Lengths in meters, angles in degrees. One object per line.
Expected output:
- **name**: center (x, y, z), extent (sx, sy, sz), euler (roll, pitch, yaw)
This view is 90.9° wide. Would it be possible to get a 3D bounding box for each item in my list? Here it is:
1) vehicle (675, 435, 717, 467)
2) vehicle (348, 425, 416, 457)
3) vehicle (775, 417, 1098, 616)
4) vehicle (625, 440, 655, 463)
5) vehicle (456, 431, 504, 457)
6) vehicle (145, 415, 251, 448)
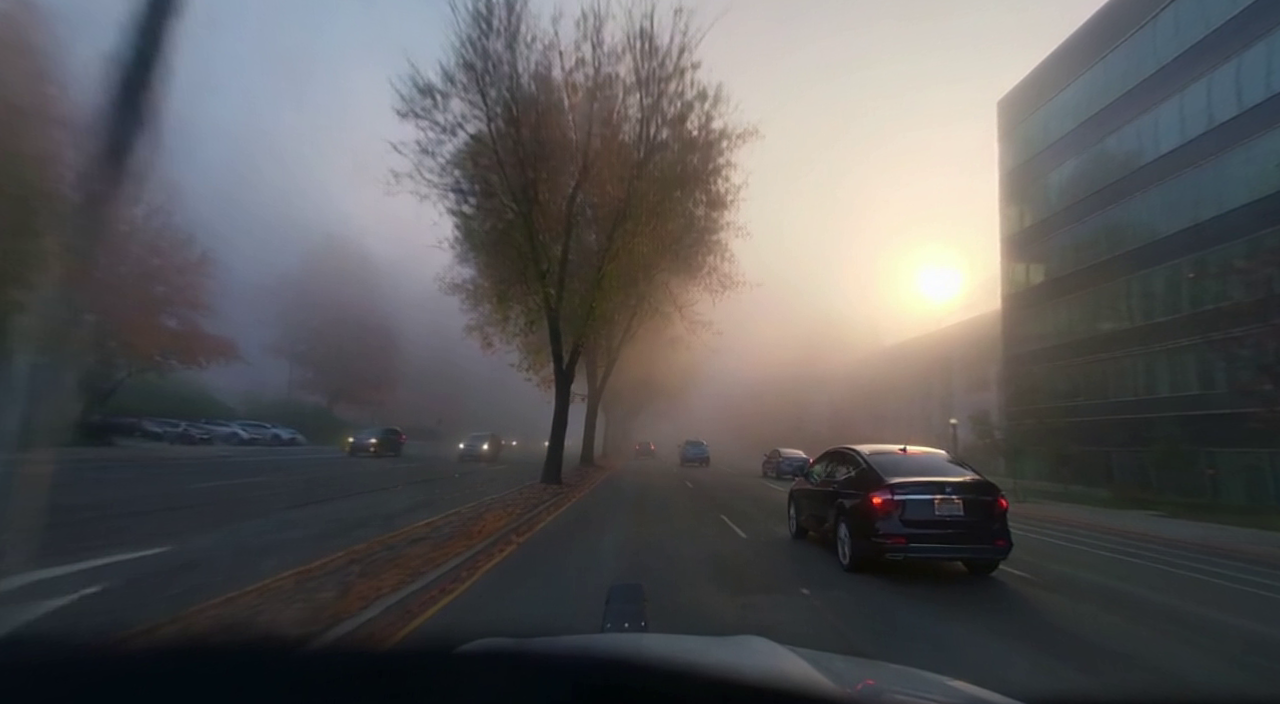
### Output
- **vehicle**: center (3.479, 6.252, 39.893), extent (2.154, 1.844, 4.634), euler (0, -8, -1)
- **vehicle**: center (-15.364, 5.364, 37.845), extent (2.101, 1.738, 4.704), euler (0, -8, 0)
- **vehicle**: center (2.962, 1.699, 7.417), extent (1.901, 1.634, 3.896), euler (1, -8, 0)
- **vehicle**: center (-0.002, 6.746, 42.870), extent (1.991, 1.477, 3.814), euler (0, -8, 0)
- **vehicle**: center (-11.019, 6.369, 43.603), extent (2.122, 1.685, 4.358), euler (0, -8, 1)
- **vehicle**: center (-26.889, 4.950, 38.718), extent (2.149, 1.809, 5.973), euler (0, -9, 0)
